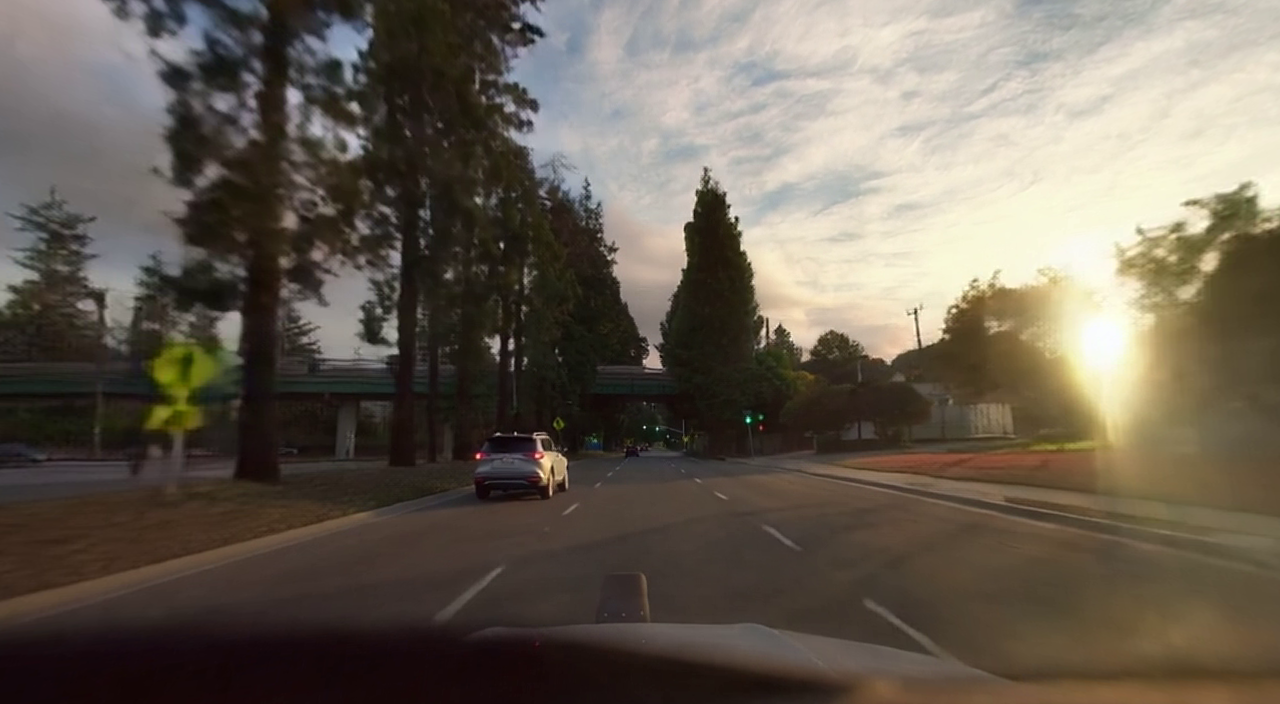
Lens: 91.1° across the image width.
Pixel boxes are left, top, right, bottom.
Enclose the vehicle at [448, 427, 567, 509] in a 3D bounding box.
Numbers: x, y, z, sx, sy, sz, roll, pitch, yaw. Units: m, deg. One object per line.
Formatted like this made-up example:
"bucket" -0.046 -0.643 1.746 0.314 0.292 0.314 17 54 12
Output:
"vehicle" -3.045 2.772 15.461 1.882 1.704 4.335 0 -9 1
